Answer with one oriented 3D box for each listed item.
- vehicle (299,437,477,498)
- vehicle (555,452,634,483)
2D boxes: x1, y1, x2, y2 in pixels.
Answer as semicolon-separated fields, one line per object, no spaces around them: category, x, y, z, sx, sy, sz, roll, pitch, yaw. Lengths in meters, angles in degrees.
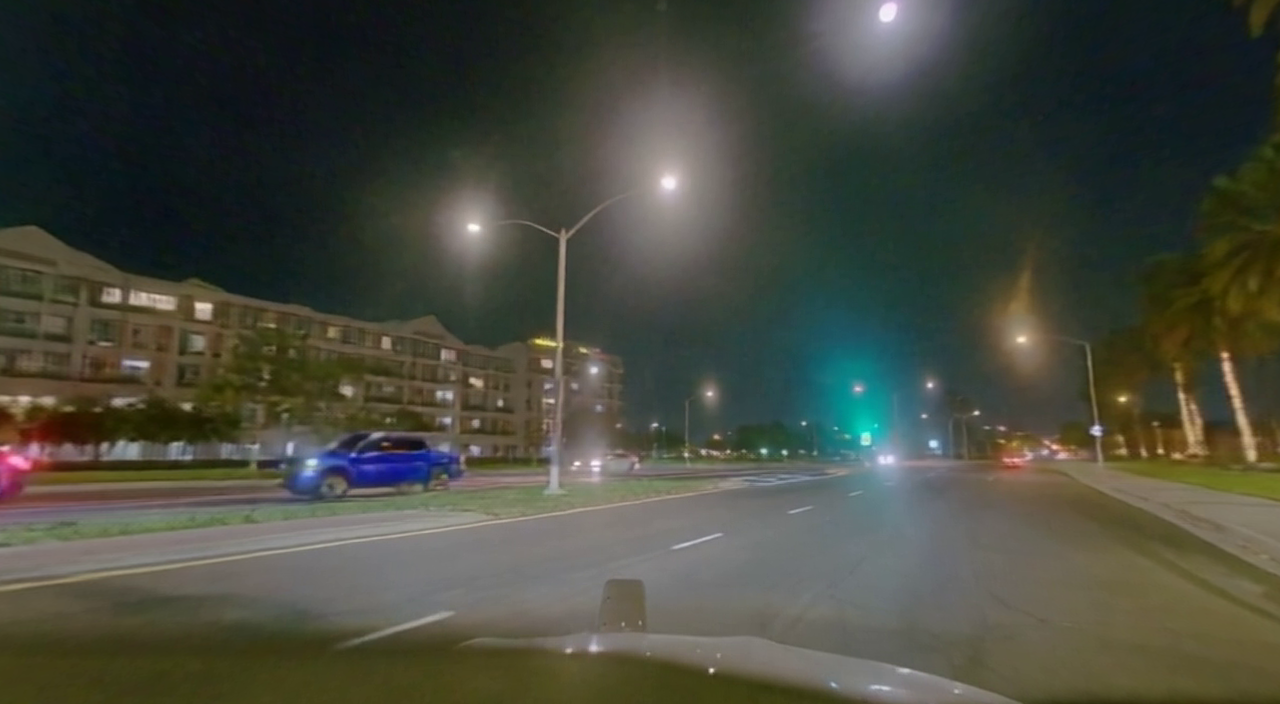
vehicle;-8.919;4.121;22.974;2.273;1.890;5.841;-5;-10;29
vehicle;-2.401;6.245;34.382;1.915;1.490;4.763;-5;-10;30
